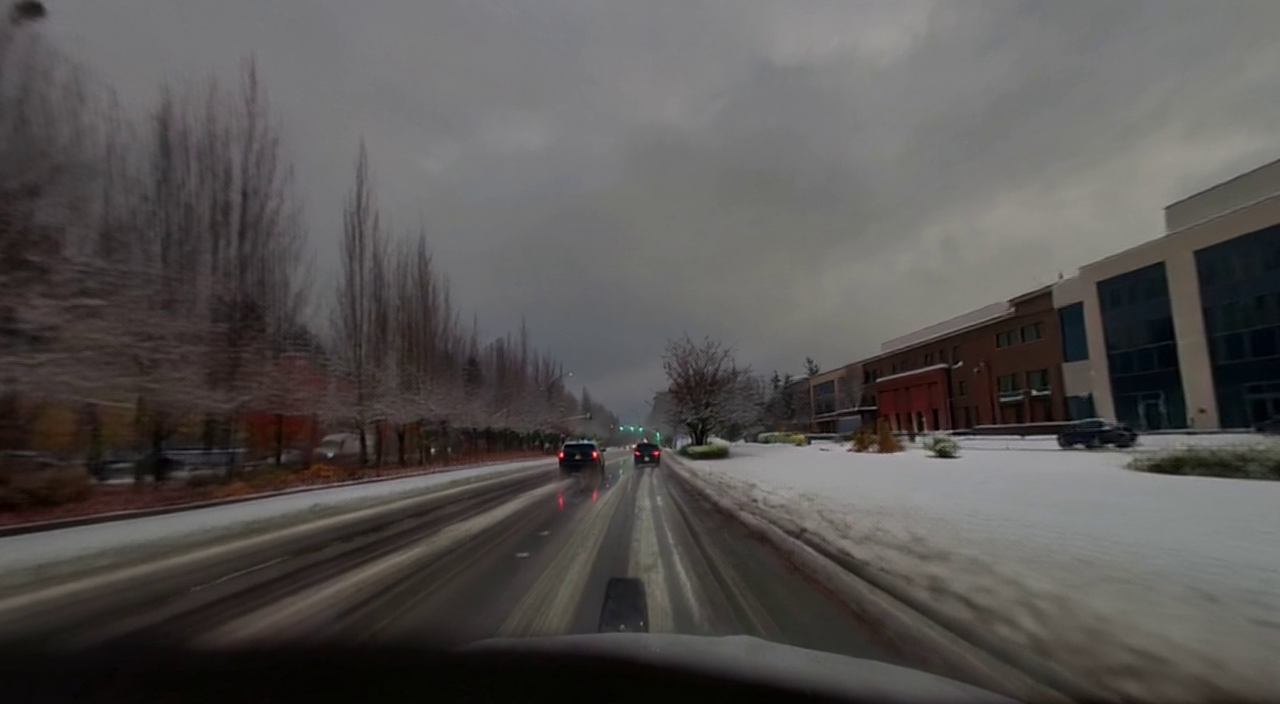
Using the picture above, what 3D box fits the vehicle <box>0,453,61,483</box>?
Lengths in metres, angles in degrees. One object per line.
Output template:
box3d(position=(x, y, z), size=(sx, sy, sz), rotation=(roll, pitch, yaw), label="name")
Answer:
box3d(position=(-33.708, 6.144, 33.380), size=(1.773, 1.477, 4.319), rotation=(0, -9, 2), label="vehicle")

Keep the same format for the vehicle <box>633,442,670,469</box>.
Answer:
box3d(position=(0.677, 6.084, 37.282), size=(2.040, 1.493, 3.682), rotation=(0, -9, 1), label="vehicle")

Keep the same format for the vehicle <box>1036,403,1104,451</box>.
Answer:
box3d(position=(23.133, 4.096, 33.985), size=(2.320, 2.489, 2.049), rotation=(-2, -9, 17), label="vehicle")

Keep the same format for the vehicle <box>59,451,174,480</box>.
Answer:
box3d(position=(-30.505, 6.606, 36.986), size=(1.822, 1.522, 5.556), rotation=(0, -9, 2), label="vehicle")

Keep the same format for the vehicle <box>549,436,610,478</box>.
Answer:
box3d(position=(-2.649, 4.719, 28.537), size=(2.197, 1.709, 4.069), rotation=(0, -9, 2), label="vehicle")
